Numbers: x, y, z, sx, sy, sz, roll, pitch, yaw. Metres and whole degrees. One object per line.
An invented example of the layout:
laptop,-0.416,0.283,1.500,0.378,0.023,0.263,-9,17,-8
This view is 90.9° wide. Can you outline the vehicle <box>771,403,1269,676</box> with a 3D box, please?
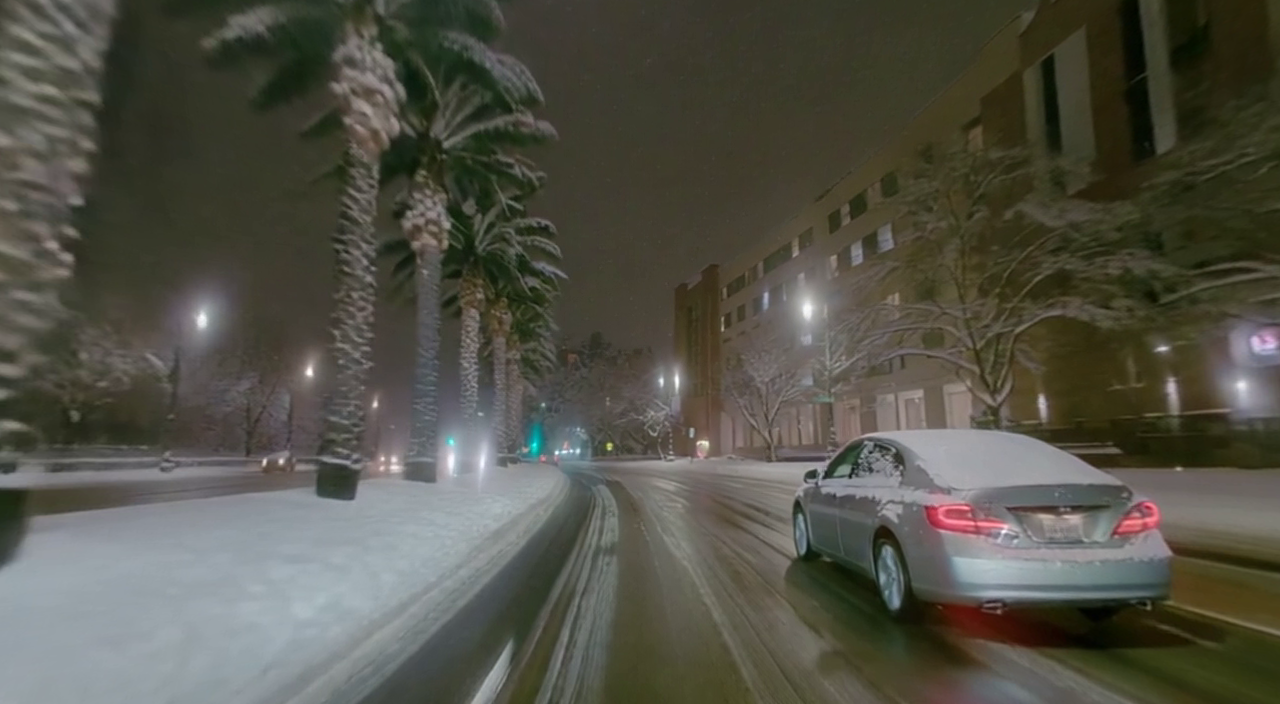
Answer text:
vehicle,2.674,1.413,5.887,1.867,1.554,4.301,0,-9,-1
